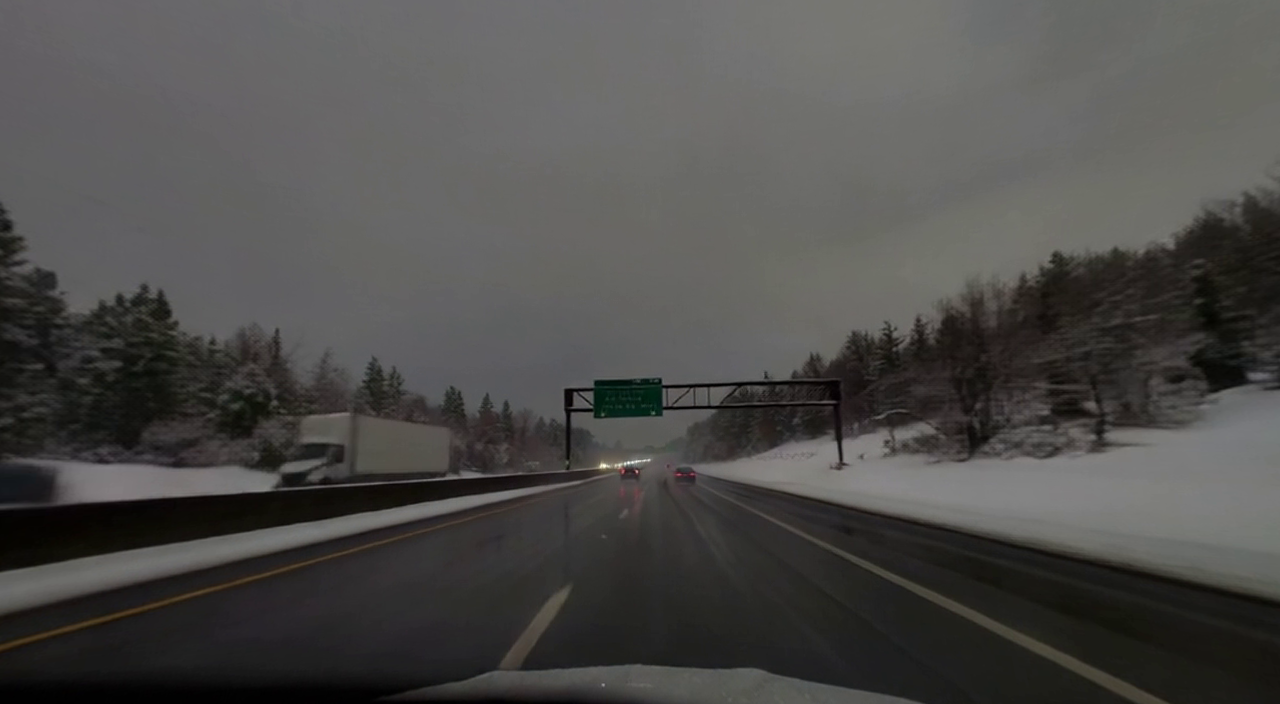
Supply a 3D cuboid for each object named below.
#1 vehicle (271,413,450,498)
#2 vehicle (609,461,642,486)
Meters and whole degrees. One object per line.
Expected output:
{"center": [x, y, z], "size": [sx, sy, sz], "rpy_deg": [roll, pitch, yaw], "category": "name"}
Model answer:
{"center": [-15.177, 6.162, 36.679], "size": [2.896, 3.861, 14.932], "rpy_deg": [0, -11, 3], "category": "vehicle"}
{"center": [-1.023, 9.225, 47.845], "size": [2.160, 1.721, 4.368], "rpy_deg": [0, -10, 3], "category": "vehicle"}
